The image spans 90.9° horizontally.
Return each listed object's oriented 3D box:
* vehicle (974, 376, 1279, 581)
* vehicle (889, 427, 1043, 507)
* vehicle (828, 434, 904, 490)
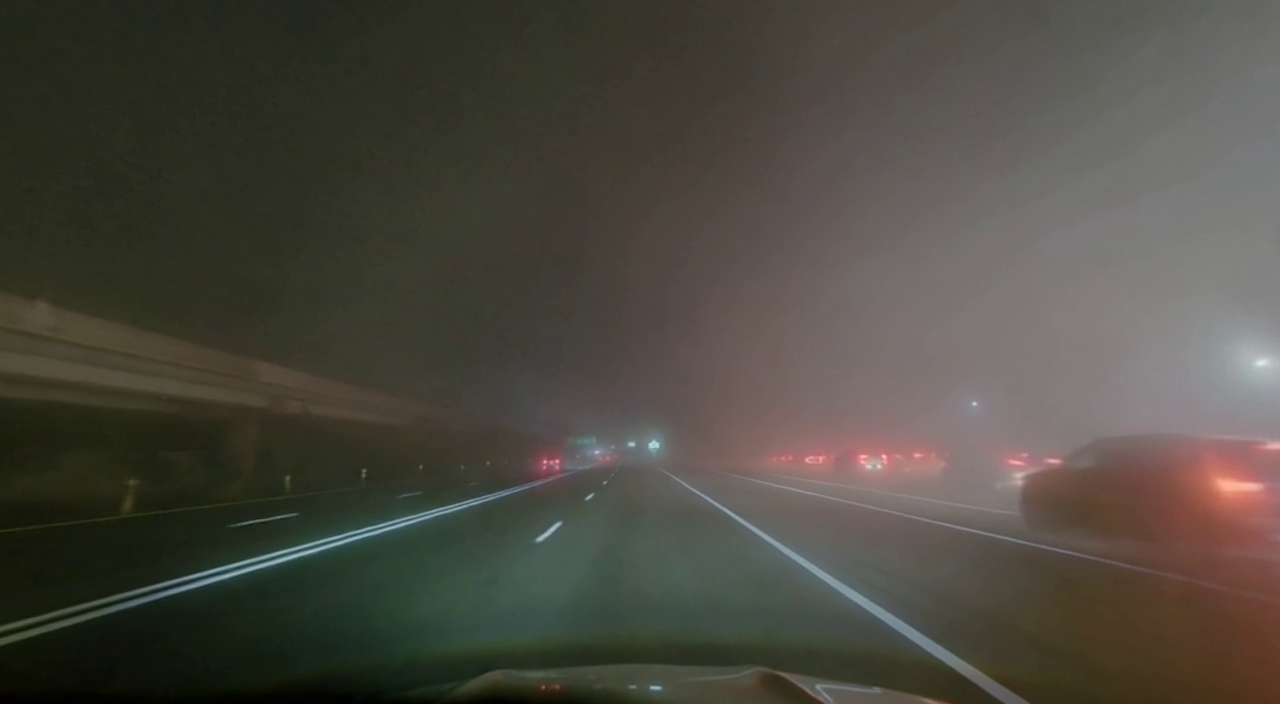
[{"bbox_3d":[12.807,3.008,15.905,2.941,3.578,10.624,1,-9,0],"label":"vehicle"},{"bbox_3d":[15.919,5.706,31.863,2.752,3.433,9.030,0,-9,-1],"label":"vehicle"},{"bbox_3d":[15.838,7.740,44.990,2.391,3.553,8.914,0,-9,2],"label":"vehicle"}]
